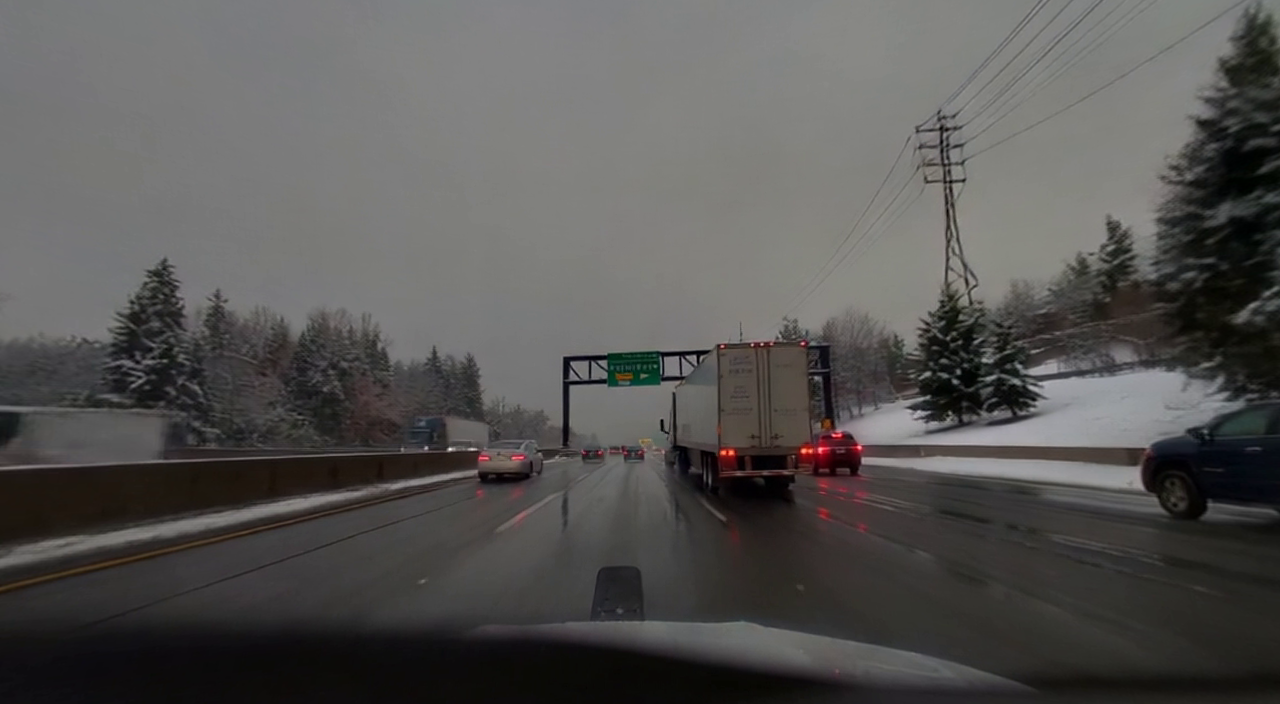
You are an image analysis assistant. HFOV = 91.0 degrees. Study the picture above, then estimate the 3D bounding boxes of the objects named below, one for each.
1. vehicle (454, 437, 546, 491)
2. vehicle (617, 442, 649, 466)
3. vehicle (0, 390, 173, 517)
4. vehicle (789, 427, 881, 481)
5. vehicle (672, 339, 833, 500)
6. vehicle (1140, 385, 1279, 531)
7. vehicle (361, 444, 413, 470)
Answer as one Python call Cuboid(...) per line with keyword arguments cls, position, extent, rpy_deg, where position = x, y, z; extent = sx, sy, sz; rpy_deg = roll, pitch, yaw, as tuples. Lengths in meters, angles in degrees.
Cuboid(cls="vehicle", position=(-4.292, 3.476, 19.971), extent=(1.968, 1.507, 3.829), rpy_deg=(0, -8, 1))
Cuboid(cls="vehicle", position=(-0.411, 6.750, 41.882), extent=(2.047, 1.485, 3.938), rpy_deg=(0, -8, 1))
Cuboid(cls="vehicle", position=(-10.985, 1.602, 10.006), extent=(2.558, 1.904, 6.041), rpy_deg=(0, -8, -1))
Cuboid(cls="vehicle", position=(7.539, 3.978, 24.864), extent=(2.079, 1.938, 4.630), rpy_deg=(0, -8, -1))
Cuboid(cls="vehicle", position=(3.292, 2.843, 24.260), extent=(2.907, 4.109, 16.177), rpy_deg=(0, -8, -1))
Cuboid(cls="vehicle", position=(10.706, 1.492, 8.756), extent=(2.420, 2.141, 5.994), rpy_deg=(0, -8, -1))
Cuboid(cls="vehicle", position=(-15.014, 6.234, 37.550), extent=(1.596, 1.364, 3.442), rpy_deg=(0, -7, 2))
